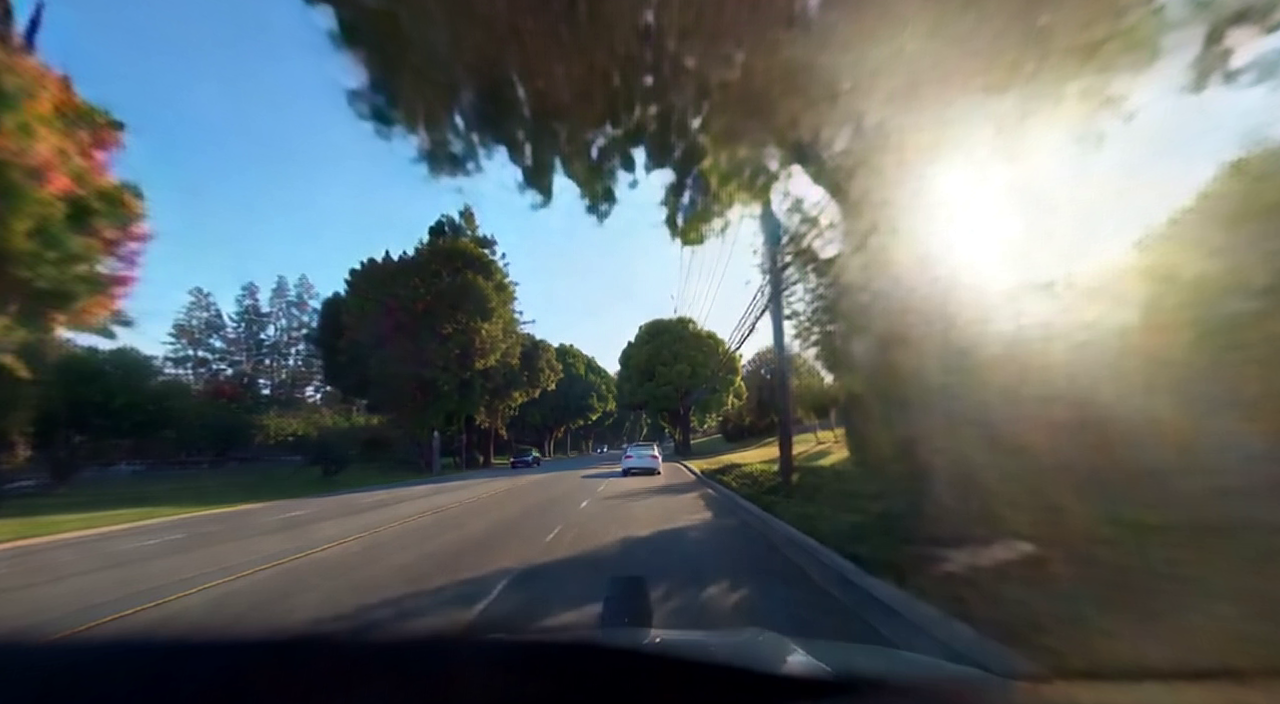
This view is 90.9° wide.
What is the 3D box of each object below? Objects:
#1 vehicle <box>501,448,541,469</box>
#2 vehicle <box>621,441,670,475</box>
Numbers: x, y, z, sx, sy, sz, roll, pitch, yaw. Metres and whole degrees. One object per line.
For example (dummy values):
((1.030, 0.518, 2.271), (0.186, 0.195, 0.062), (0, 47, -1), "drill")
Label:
((-8.851, 7.931, 47.107), (2.061, 1.516, 4.121), (0, -8, 1), "vehicle")
((0.281, 4.963, 29.656), (2.153, 1.461, 4.374), (0, -8, 1), "vehicle")
